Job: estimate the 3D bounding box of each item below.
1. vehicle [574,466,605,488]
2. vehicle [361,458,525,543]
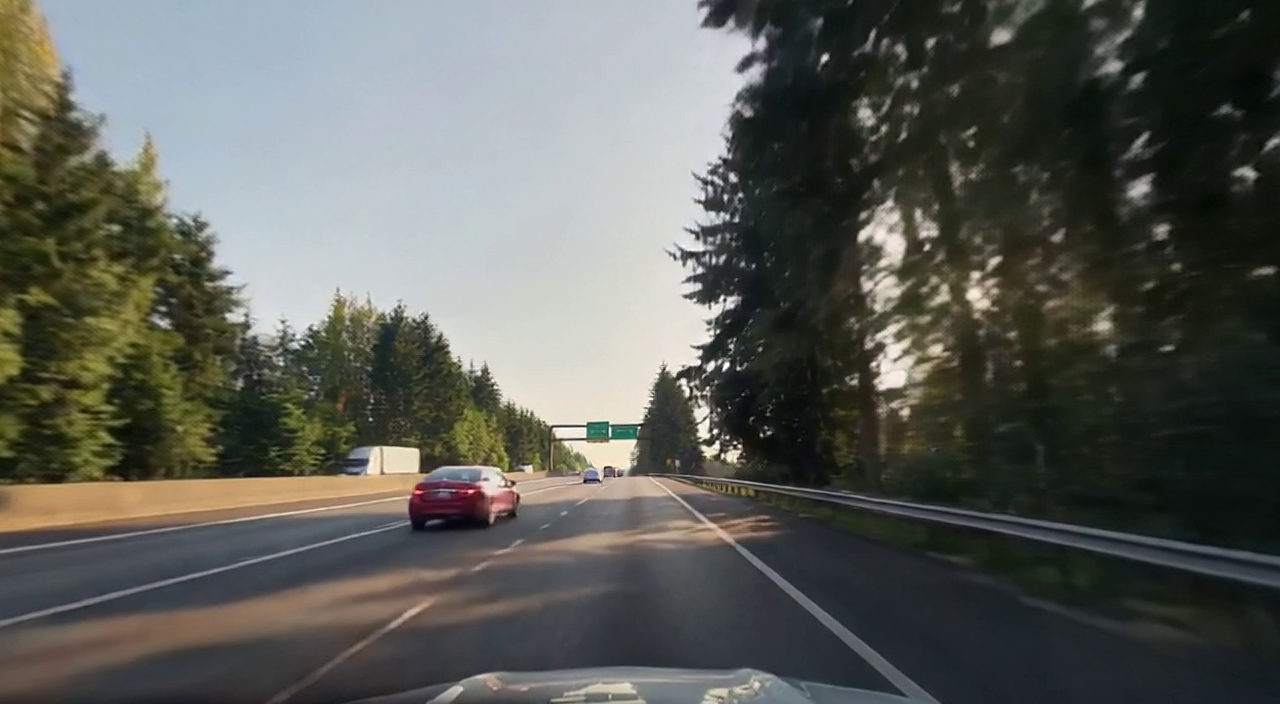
[{"bbox_3d":[-3.680,9.241,46.662,1.954,1.509,4.094,1,-11,0],"label":"vehicle"},{"bbox_3d":[-3.943,3.081,13.561,1.995,1.467,4.467,1,-10,1],"label":"vehicle"}]
